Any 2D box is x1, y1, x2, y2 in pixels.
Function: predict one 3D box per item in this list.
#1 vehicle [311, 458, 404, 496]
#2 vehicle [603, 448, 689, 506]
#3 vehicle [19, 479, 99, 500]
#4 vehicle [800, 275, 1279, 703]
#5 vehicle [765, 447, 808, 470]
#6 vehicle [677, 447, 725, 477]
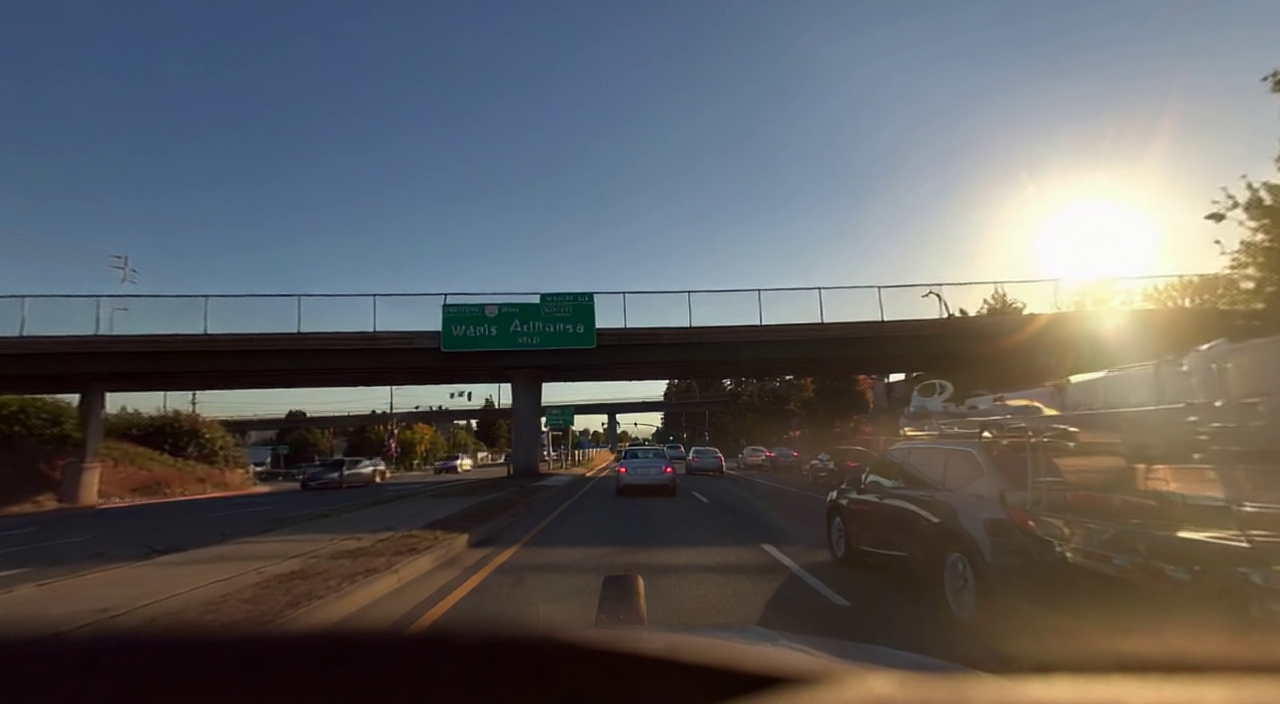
[{"bbox_3d":[-12.191,5.403,27.636,1.927,1.439,4.537,0,-8,1],"label":"vehicle"},{"bbox_3d":[0.131,3.274,16.969,2.027,1.341,3.775,0,-8,0],"label":"vehicle"},{"bbox_3d":[-45.738,10.802,49.791,4.468,1.486,1.893,0,-9,1],"label":"vehicle"},{"bbox_3d":[3.456,1.134,5.263,2.719,2.033,5.876,0,-9,0],"label":"vehicle"},{"bbox_3d":[9.847,7.193,42.678,1.839,1.453,3.992,0,-8,-1],"label":"vehicle"},{"bbox_3d":[3.109,5.733,33.107,1.962,1.431,4.205,0,-8,-1],"label":"vehicle"}]
